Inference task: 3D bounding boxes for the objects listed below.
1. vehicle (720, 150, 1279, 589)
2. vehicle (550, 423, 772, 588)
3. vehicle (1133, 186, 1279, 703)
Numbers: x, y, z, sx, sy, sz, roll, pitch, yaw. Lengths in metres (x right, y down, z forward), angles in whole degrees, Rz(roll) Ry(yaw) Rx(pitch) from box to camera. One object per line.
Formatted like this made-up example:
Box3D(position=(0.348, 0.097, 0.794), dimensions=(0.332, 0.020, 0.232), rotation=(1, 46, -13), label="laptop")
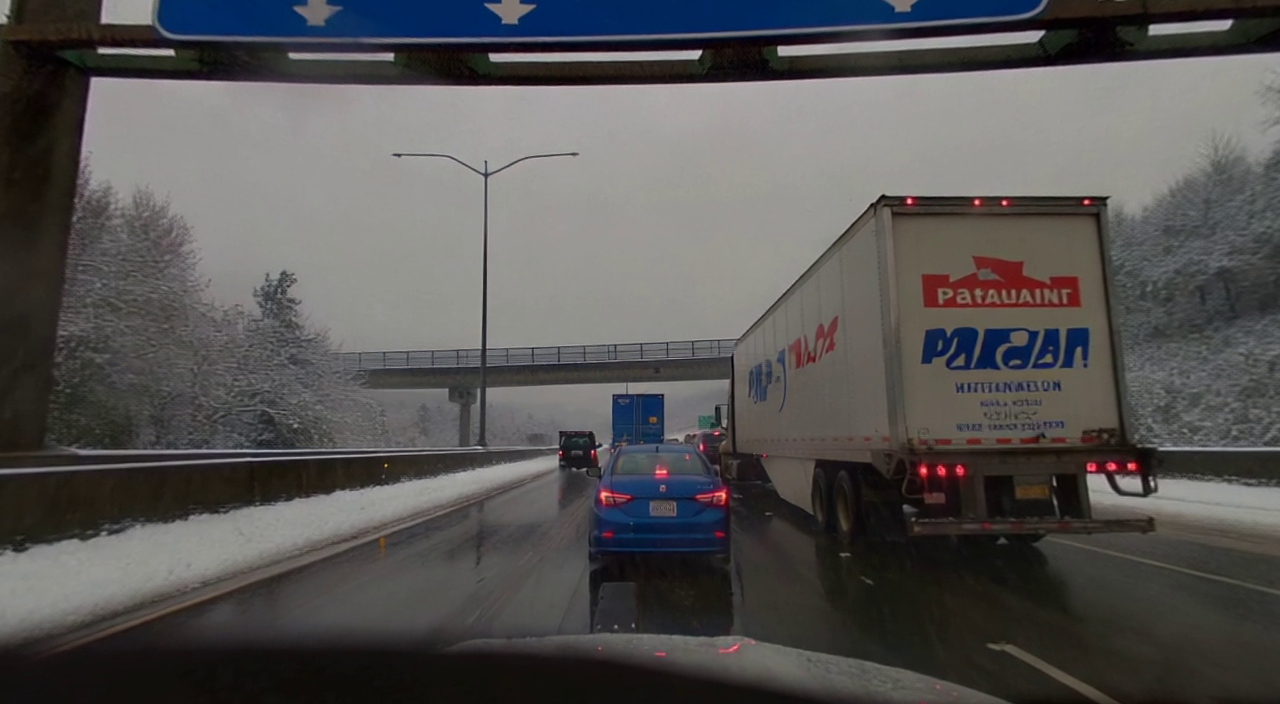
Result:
Box3D(position=(4.183, 1.053, 12.926), dimensions=(2.827, 4.081, 14.305), rotation=(0, -8, -1), label="vehicle")
Box3D(position=(0.179, 1.676, 7.685), dimensions=(2.045, 1.490, 3.597), rotation=(-1, -8, 0), label="vehicle")
Box3D(position=(4.729, 0.119, 0.616), dimensions=(2.892, 2.615, 6.650), rotation=(0, -8, -2), label="vehicle")
